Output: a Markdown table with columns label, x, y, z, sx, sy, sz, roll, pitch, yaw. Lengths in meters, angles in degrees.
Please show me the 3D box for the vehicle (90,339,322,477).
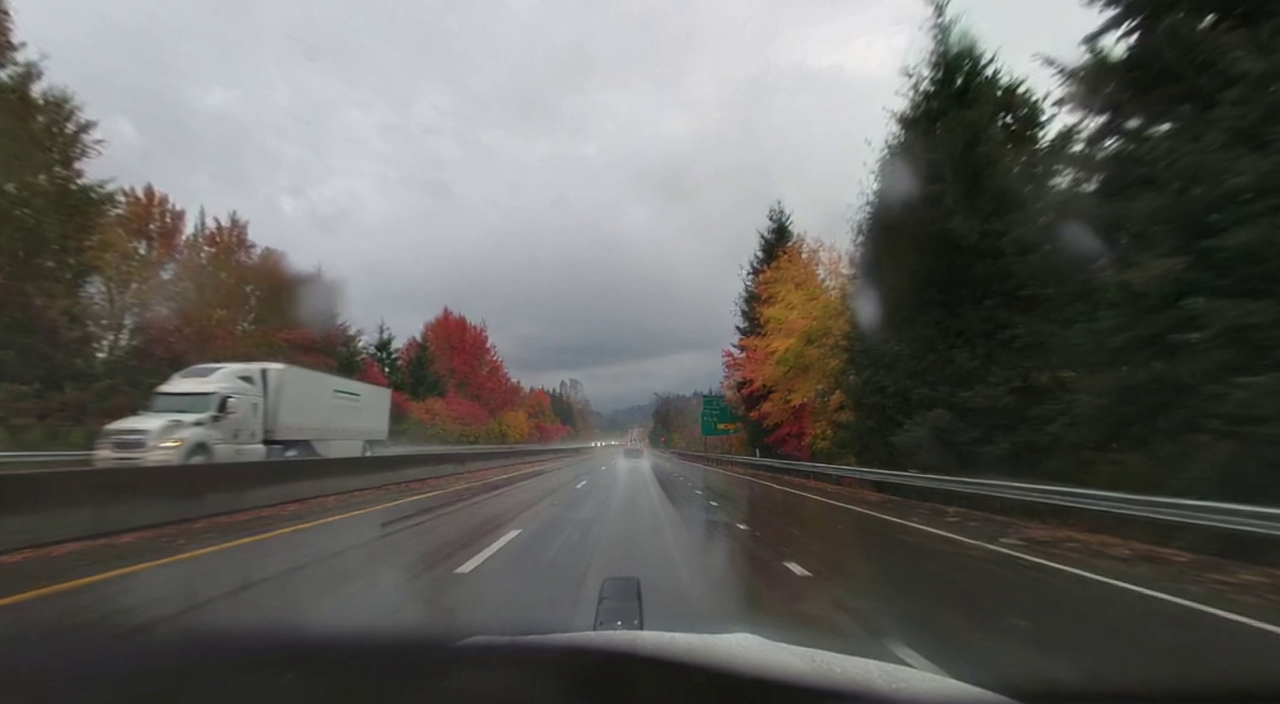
| label | x | y | z | sx | sy | sz | roll | pitch | yaw |
| --- | --- | --- | --- | --- | --- | --- | --- | --- | --- |
| vehicle | -15.008 | 2.246 | 22.759 | 2.939 | 4.133 | 7.597 | -1 | -9 | -1 |
